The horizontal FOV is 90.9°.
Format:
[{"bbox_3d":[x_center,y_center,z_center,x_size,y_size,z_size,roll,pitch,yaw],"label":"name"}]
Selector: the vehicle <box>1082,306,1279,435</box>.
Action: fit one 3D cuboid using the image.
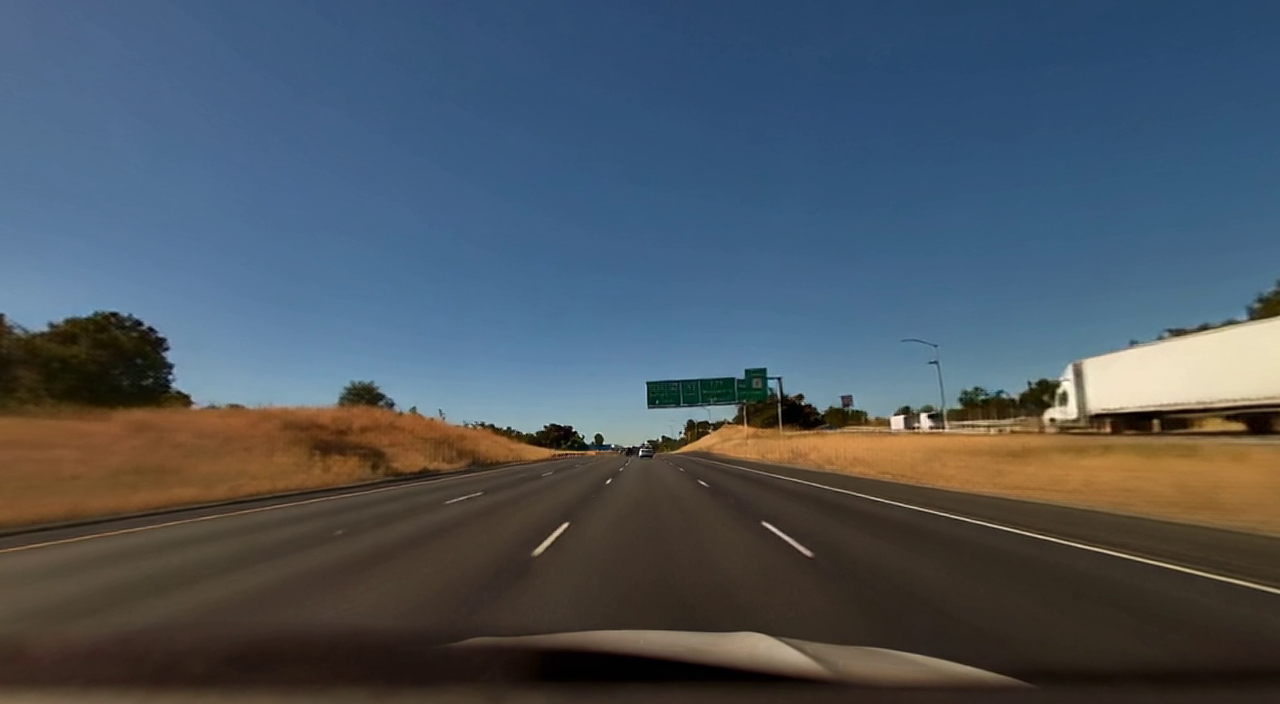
[{"bbox_3d":[23.400,0.718,22.657,2.978,4.245,16.936,0,-8,0],"label":"vehicle"}]
